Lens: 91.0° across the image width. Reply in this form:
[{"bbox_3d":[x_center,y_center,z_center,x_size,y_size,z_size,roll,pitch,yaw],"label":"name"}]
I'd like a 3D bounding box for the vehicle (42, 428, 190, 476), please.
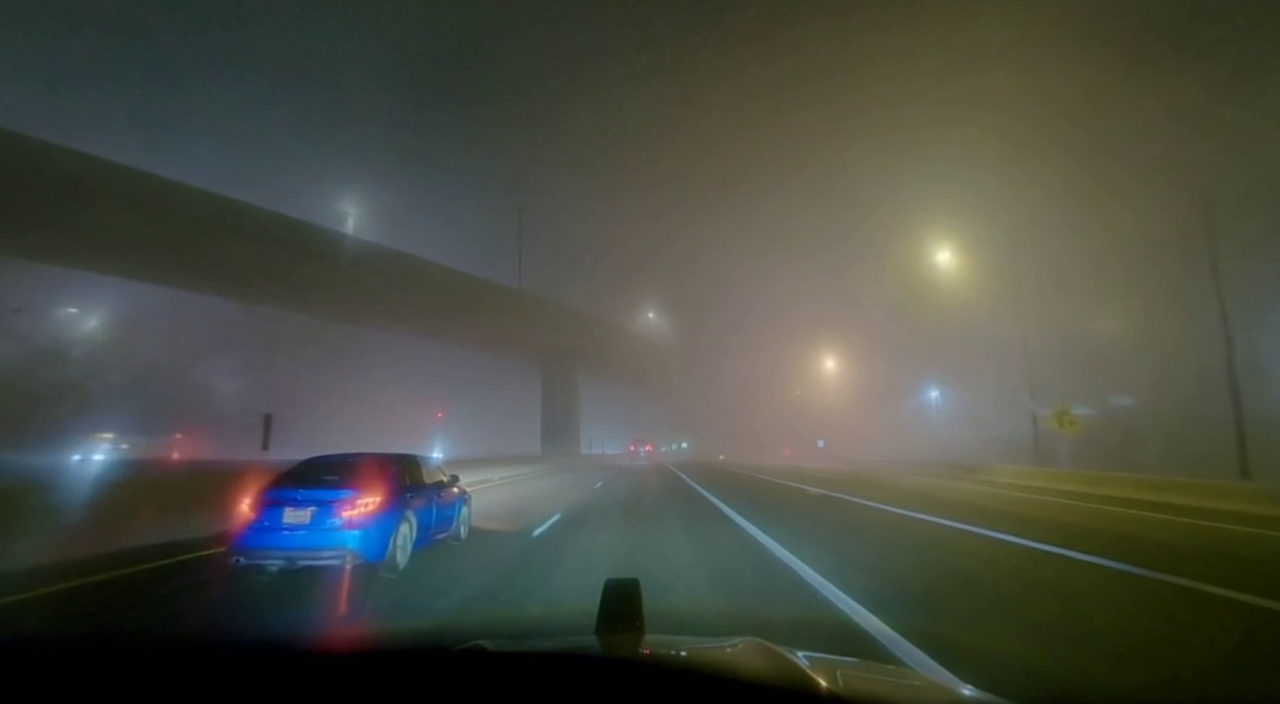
[{"bbox_3d":[-33.648,6.467,40.979,3.061,2.821,7.422,0,-9,1],"label":"vehicle"}]

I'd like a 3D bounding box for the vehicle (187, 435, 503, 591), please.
[{"bbox_3d":[-3.322,1.880,8.228,2.044,1.478,4.114,0,-9,1],"label":"vehicle"}]

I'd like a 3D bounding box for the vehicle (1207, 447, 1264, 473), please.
[{"bbox_3d":[39.487,7.128,41.719,4.125,1.623,2.090,8,-11,-39],"label":"vehicle"}]
